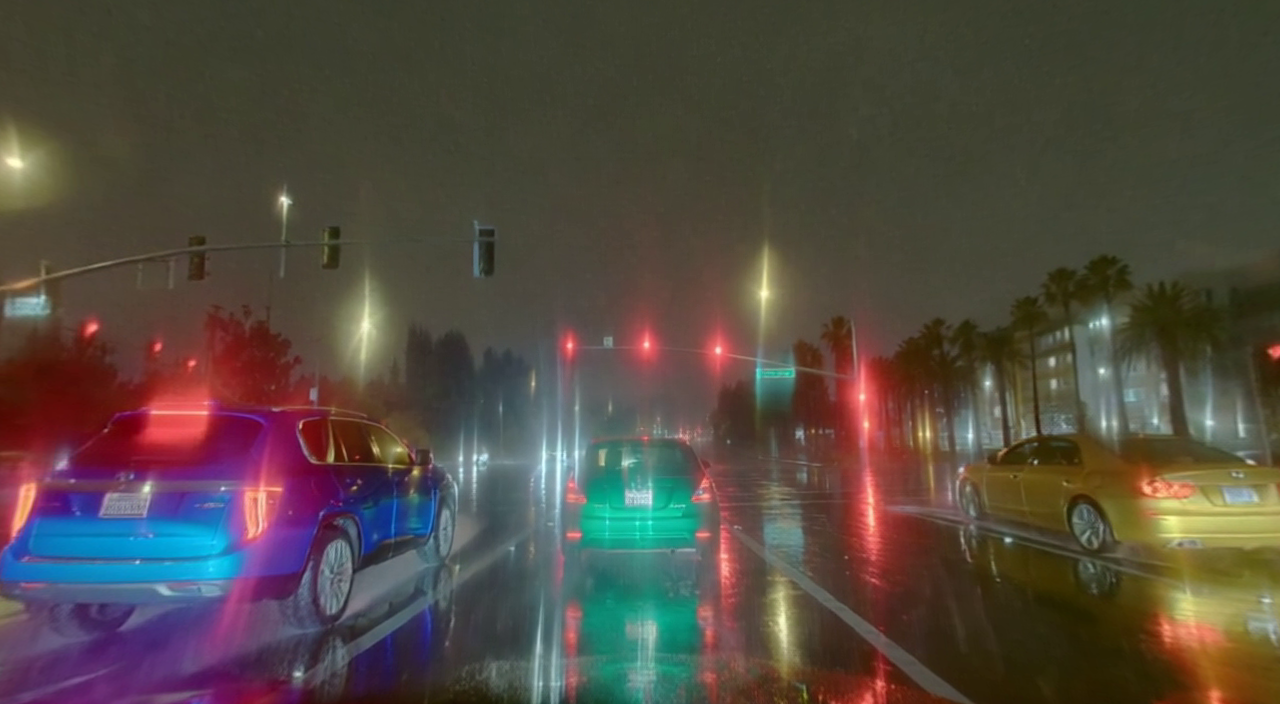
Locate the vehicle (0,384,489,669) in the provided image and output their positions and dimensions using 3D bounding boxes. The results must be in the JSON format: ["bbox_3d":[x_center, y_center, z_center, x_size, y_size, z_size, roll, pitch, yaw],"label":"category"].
[{"bbox_3d":[-3.103,1.369,6.081,2.051,1.682,4.467,0,-8,2],"label":"vehicle"}]

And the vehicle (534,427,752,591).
[{"bbox_3d":[-0.003,1.705,7.714,1.942,1.445,3.973,0,-8,-1],"label":"vehicle"}]

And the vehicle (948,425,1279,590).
[{"bbox_3d":[6.086,1.759,8.085,1.970,1.489,4.482,0,-8,-1],"label":"vehicle"}]

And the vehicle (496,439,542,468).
[{"bbox_3d":[-7.953,6.706,42.032,2.130,1.810,4.450,-2,-8,1],"label":"vehicle"}]
